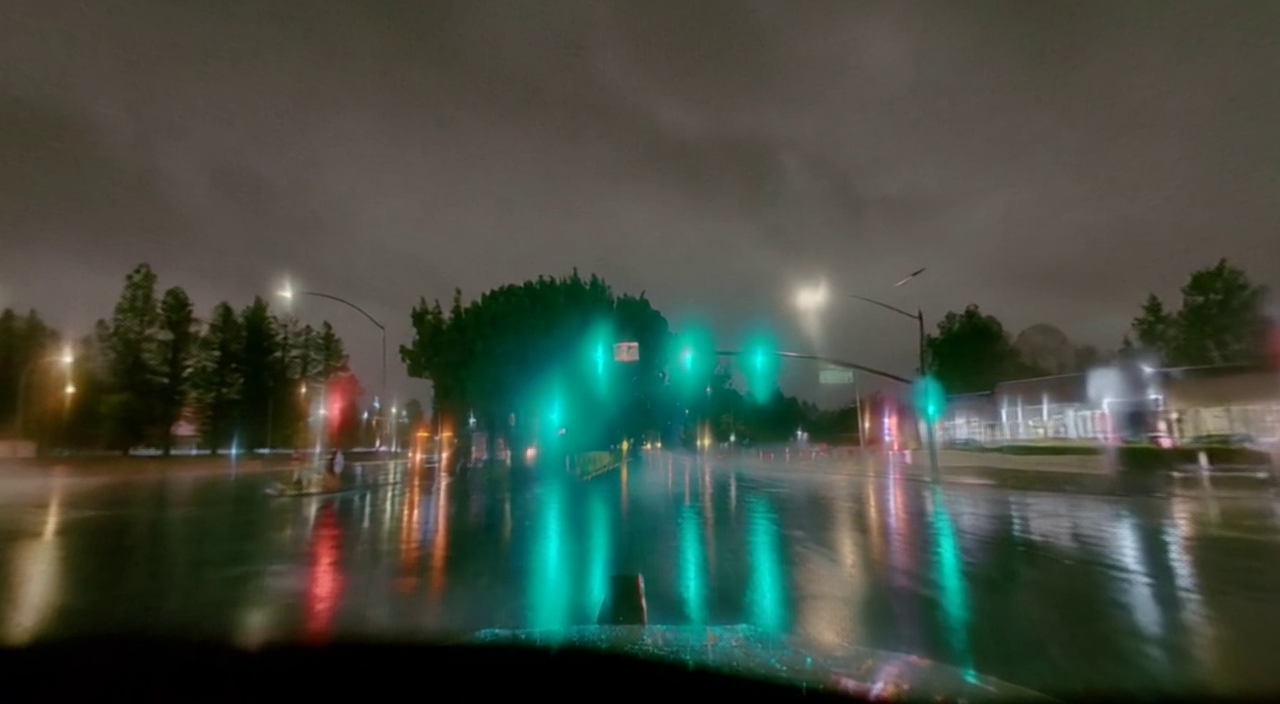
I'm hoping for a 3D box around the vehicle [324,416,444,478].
[{"bbox_3d":[-17.829,6.886,45.692,2.953,3.772,14.243,0,-9,-1],"label":"vehicle"}]
